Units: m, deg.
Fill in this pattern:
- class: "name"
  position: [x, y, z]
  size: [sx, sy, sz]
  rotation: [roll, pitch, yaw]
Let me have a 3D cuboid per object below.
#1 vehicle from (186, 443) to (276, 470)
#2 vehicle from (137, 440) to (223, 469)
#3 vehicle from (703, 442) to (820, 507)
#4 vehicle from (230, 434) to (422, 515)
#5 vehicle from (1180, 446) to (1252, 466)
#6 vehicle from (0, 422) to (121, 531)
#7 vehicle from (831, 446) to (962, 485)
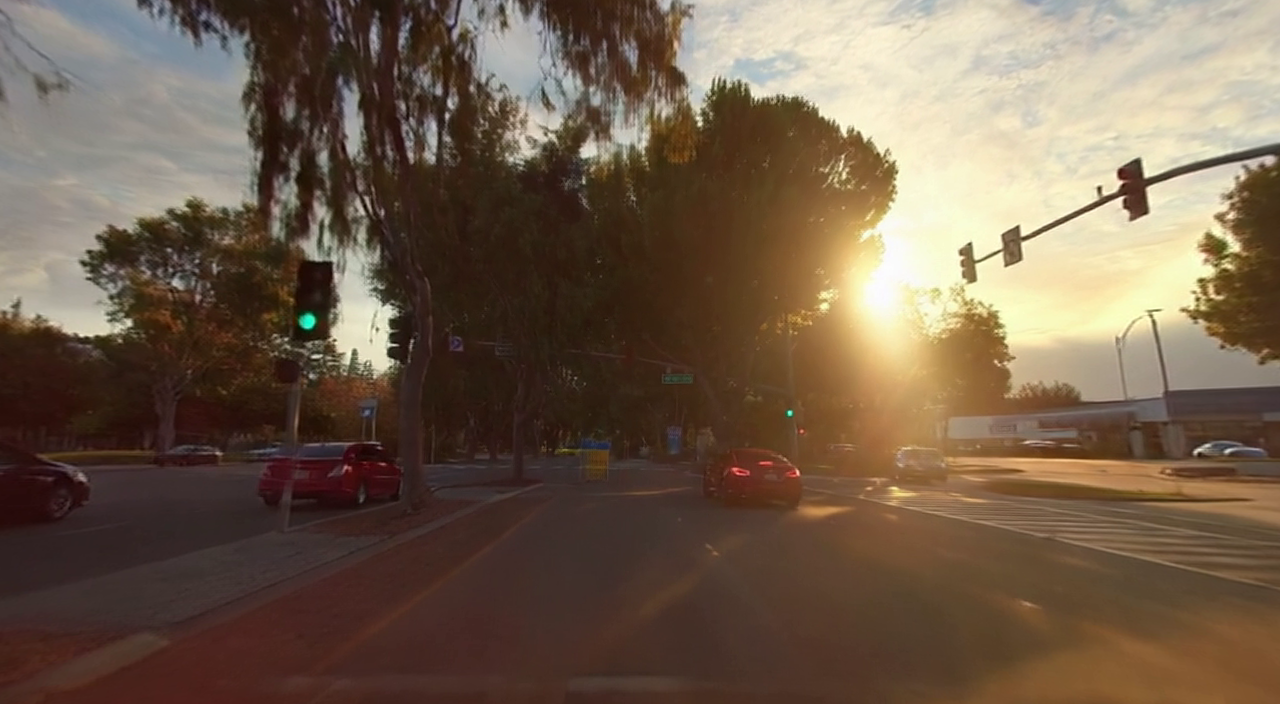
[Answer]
- class: "vehicle"
  position: [-23.344, 5.988, 36.254]
  size: [2.119, 1.428, 4.622]
  rotation: [0, -8, -1]
- class: "vehicle"
  position: [-30.065, 6.717, 41.411]
  size: [2.134, 1.778, 4.750]
  rotation: [0, -8, -2]
- class: "vehicle"
  position: [3.043, 3.174, 16.926]
  size: [1.940, 1.487, 4.562]
  rotation: [0, -8, -4]
- class: "vehicle"
  position: [-6.555, 2.586, 13.876]
  size: [1.995, 1.470, 4.556]
  rotation: [0, -8, -2]
- class: "vehicle"
  position: [43.732, 7.871, 47.977]
  size: [1.723, 1.431, 3.880]
  rotation: [0, -8, -2]
- class: "vehicle"
  position: [-9.856, 1.683, 8.410]
  size: [1.979, 1.494, 4.693]
  rotation: [0, -8, -2]
- class: "vehicle"
  position: [10.572, 4.648, 26.112]
  size: [4.703, 1.492, 1.930]
  rotation: [2, -9, -14]
